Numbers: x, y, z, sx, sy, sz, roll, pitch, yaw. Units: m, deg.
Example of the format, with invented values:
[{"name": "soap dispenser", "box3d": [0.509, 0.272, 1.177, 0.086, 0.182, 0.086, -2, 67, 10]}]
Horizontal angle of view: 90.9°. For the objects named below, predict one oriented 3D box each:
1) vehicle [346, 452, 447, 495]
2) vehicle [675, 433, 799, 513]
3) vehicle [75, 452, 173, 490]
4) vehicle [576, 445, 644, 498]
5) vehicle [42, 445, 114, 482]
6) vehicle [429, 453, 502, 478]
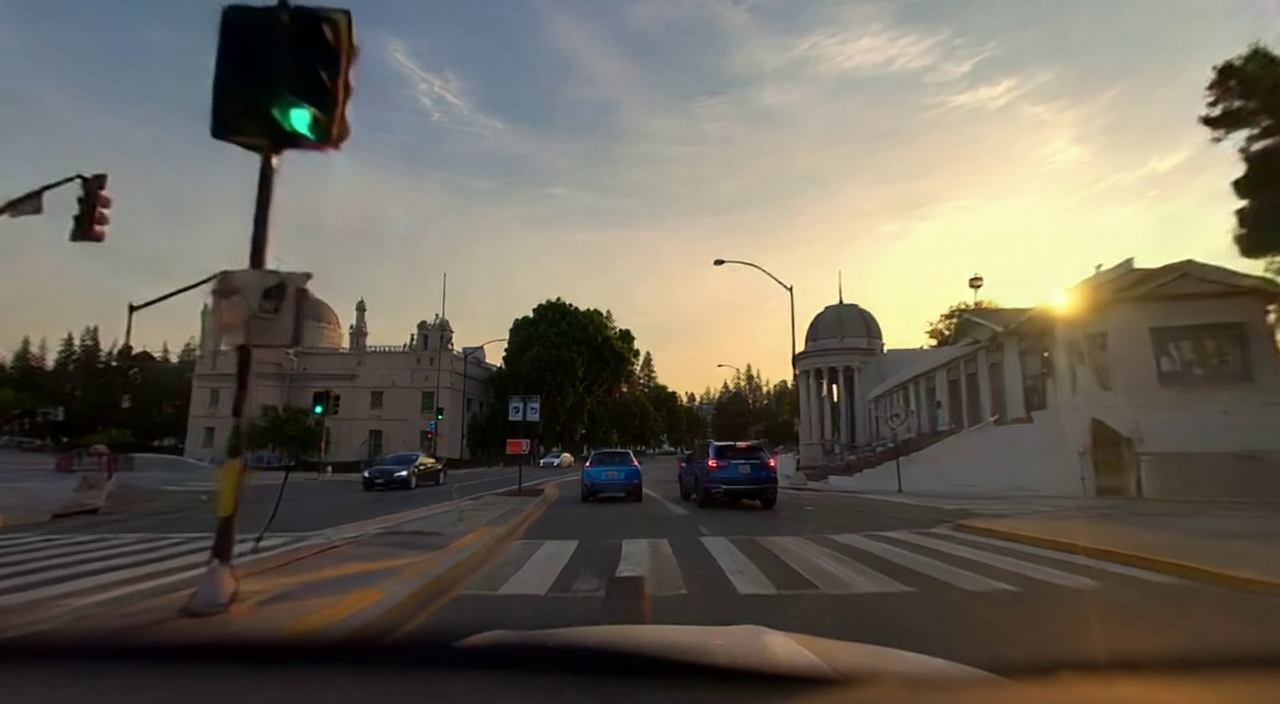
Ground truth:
[{"name": "vehicle", "box3d": [-9.490, 4.747, 25.096, 2.121, 1.513, 4.827, 0, -9, 0]}, {"name": "vehicle", "box3d": [2.313, 3.113, 16.643, 2.320, 1.772, 4.872, 0, -9, -2]}, {"name": "vehicle", "box3d": [-23.047, 5.228, 28.090, 4.653, 1.459, 2.228, -6, -11, 37]}, {"name": "vehicle", "box3d": [-1.001, 4.071, 21.805, 2.132, 1.632, 3.889, 0, -9, -2]}, {"name": "vehicle", "box3d": [-30.346, 5.997, 33.979, 4.523, 1.855, 2.317, -9, -13, 42]}, {"name": "vehicle", "box3d": [-11.262, 7.341, 41.020, 2.012, 1.490, 4.351, -6, -11, 29]}]
